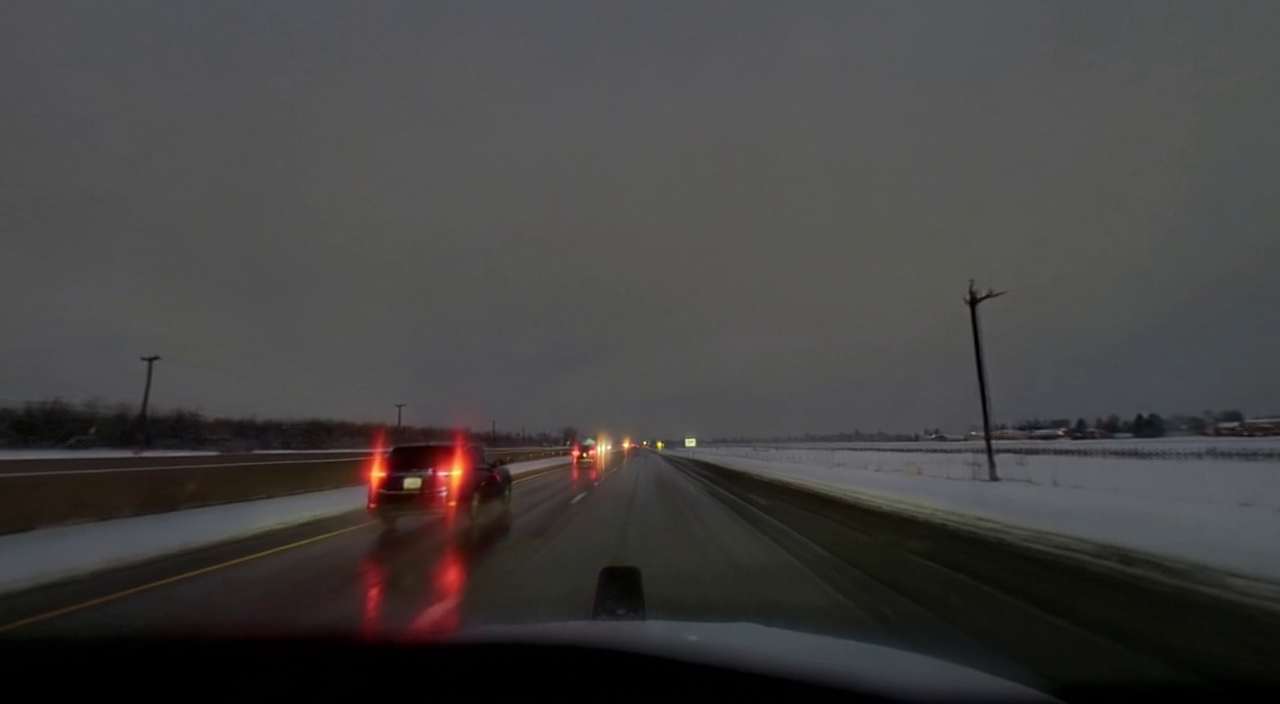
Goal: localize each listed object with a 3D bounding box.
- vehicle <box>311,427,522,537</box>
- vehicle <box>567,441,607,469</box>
[{"bbox_3d":[-3.638,2.204,11.272,2.195,1.573,4.176,0,-9,1],"label":"vehicle"},{"bbox_3d":[-3.348,6.616,40.577,2.133,1.683,4.340,0,-9,1],"label":"vehicle"}]
